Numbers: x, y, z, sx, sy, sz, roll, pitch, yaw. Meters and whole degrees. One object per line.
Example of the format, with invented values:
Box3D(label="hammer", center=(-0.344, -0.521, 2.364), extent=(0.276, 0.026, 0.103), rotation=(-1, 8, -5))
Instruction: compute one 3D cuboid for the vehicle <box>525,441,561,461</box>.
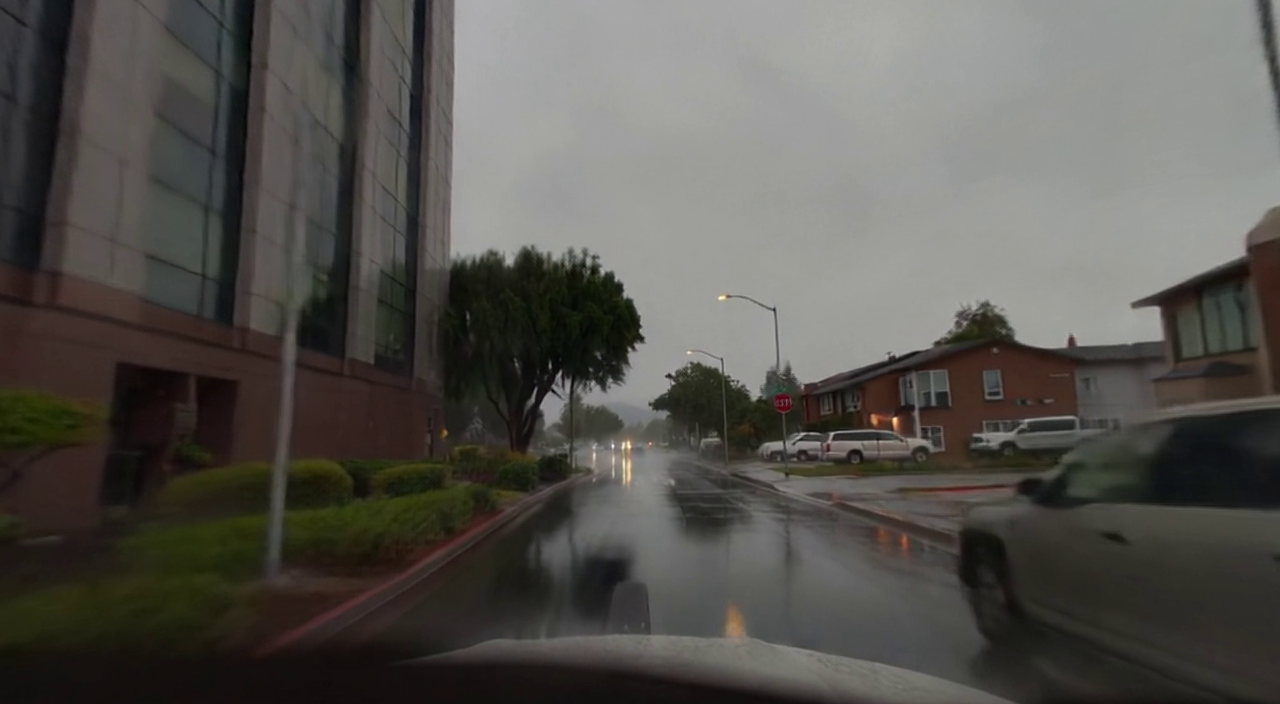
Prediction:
Box3D(label="vehicle", center=(-7.579, 7.781, 49.492), extent=(2.024, 1.532, 3.863), rotation=(-1, -9, 4))

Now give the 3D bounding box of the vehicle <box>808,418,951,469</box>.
Box3D(label="vehicle", center=(9.652, 3.735, 25.731), extent=(4.823, 1.667, 2.165), rotation=(-4, -9, 0))

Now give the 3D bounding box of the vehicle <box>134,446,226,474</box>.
Box3D(label="vehicle", center=(-26.231, 6.140, 36.158), extent=(1.811, 1.467, 4.508), rotation=(0, -9, 1))

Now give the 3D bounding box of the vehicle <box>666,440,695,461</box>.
Box3D(label="vehicle", center=(2.995, 7.430, 47.584), extent=(1.990, 1.508, 4.123), rotation=(0, -9, 1))

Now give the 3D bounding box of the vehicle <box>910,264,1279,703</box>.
Box3D(label="vehicle", center=(3.066, 0.721, 2.448), extent=(2.067, 1.846, 4.384), rotation=(0, -9, 0))
